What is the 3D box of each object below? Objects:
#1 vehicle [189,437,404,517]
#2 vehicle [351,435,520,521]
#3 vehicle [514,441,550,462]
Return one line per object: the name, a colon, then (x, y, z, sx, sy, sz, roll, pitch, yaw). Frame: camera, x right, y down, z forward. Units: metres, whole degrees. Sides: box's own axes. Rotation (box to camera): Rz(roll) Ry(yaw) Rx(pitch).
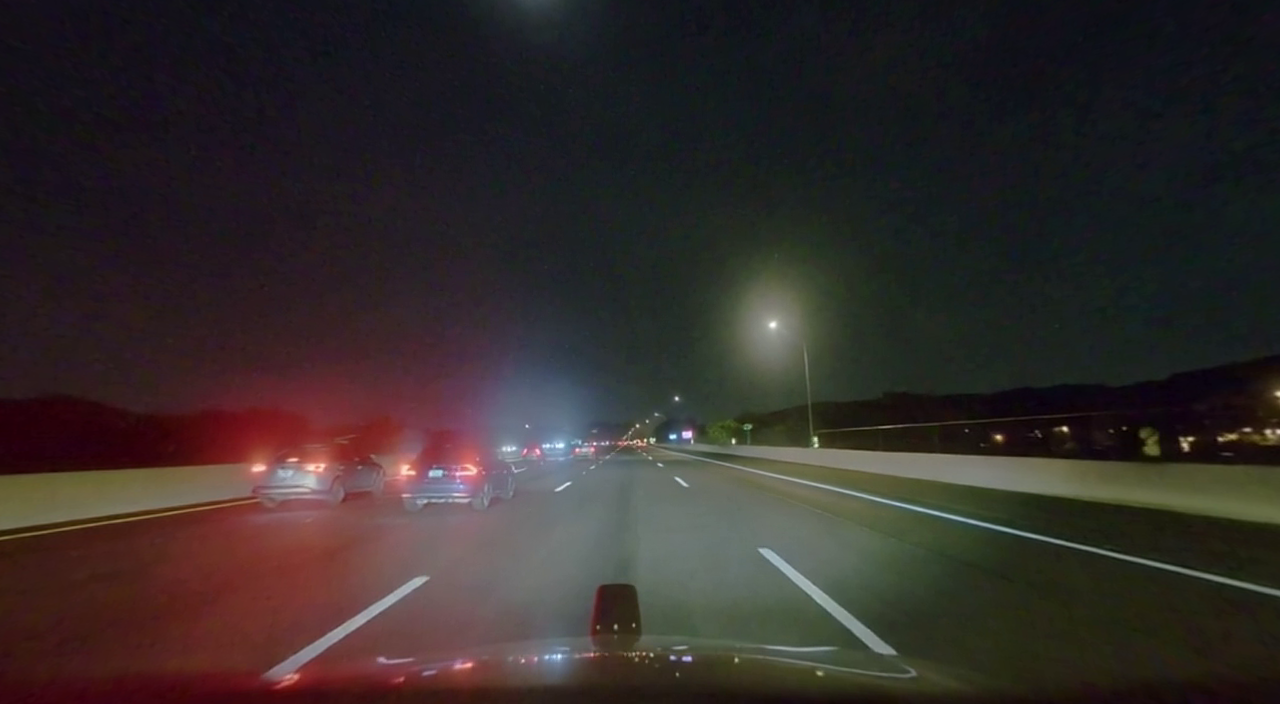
vehicle: (-7.476, 2.734, 14.456, 2.264, 1.492, 4.748, -1, -8, 0)
vehicle: (-4.080, 2.558, 13.534, 2.044, 1.479, 4.745, -1, -8, 0)
vehicle: (-8.262, 7.634, 48.558, 1.924, 1.519, 4.791, 0, -8, 0)
